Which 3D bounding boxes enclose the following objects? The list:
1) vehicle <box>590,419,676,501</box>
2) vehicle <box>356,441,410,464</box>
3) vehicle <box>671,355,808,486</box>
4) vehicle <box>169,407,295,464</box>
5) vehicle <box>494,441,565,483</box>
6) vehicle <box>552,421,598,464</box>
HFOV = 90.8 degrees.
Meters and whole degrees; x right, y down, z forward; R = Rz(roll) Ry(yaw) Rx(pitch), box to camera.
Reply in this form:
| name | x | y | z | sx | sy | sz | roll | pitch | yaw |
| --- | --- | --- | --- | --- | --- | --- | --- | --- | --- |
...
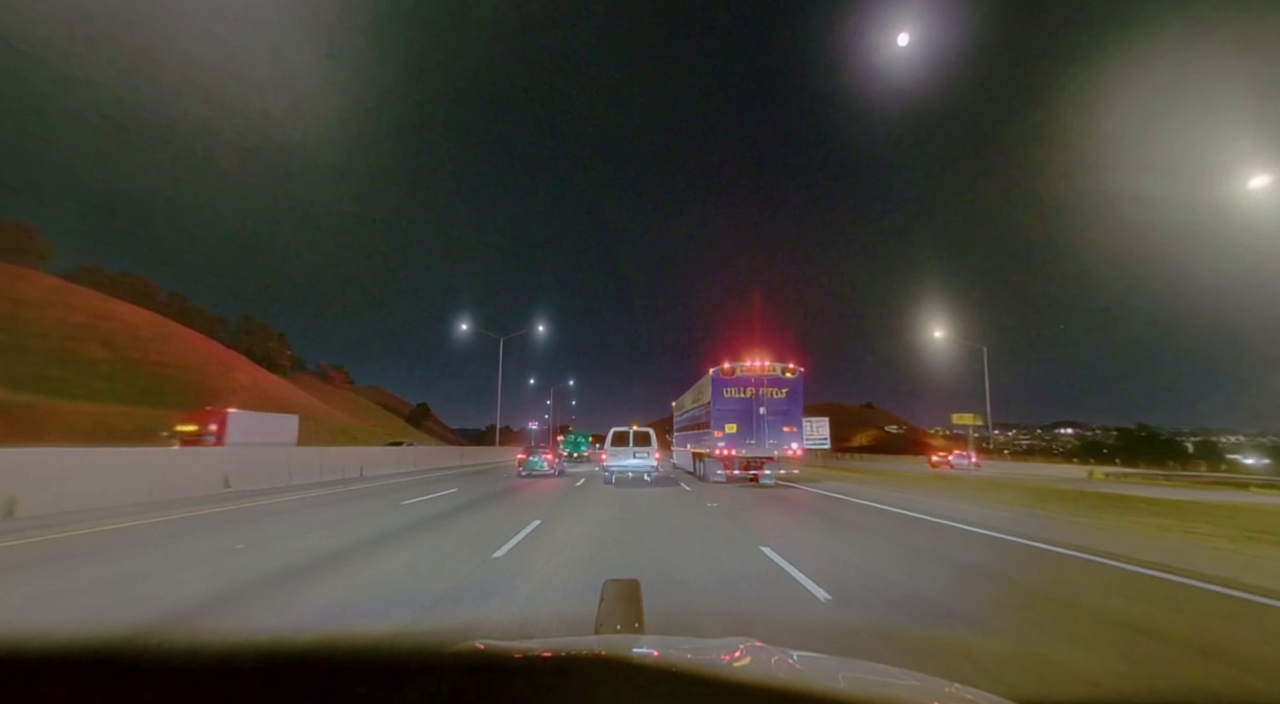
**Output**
| name | x | y | z | sx | sy | sz | roll | pitch | yaw |
| --- | --- | --- | --- | --- | --- | --- | --- | --- | --- |
| vehicle | -0.264 | 2.898 | 17.267 | 2.037 | 1.929 | 4.343 | 0 | -8 | -3 |
| vehicle | -18.146 | 7.113 | 44.820 | 2.037 | 1.505 | 4.575 | 0 | -8 | -2 |
| vehicle | 3.451 | 3.096 | 26.517 | 3.006 | 4.101 | 13.245 | 0 | -8 | -3 |
| vehicle | -29.938 | 6.287 | 47.124 | 2.923 | 3.797 | 10.108 | 0 | -8 | -2 |
| vehicle | -4.184 | 4.231 | 24.565 | 2.039 | 1.453 | 4.197 | 0 | -8 | -1 |
| vehicle | -4.881 | 6.958 | 48.565 | 2.947 | 3.009 | 7.991 | 0 | -8 | -2 |
